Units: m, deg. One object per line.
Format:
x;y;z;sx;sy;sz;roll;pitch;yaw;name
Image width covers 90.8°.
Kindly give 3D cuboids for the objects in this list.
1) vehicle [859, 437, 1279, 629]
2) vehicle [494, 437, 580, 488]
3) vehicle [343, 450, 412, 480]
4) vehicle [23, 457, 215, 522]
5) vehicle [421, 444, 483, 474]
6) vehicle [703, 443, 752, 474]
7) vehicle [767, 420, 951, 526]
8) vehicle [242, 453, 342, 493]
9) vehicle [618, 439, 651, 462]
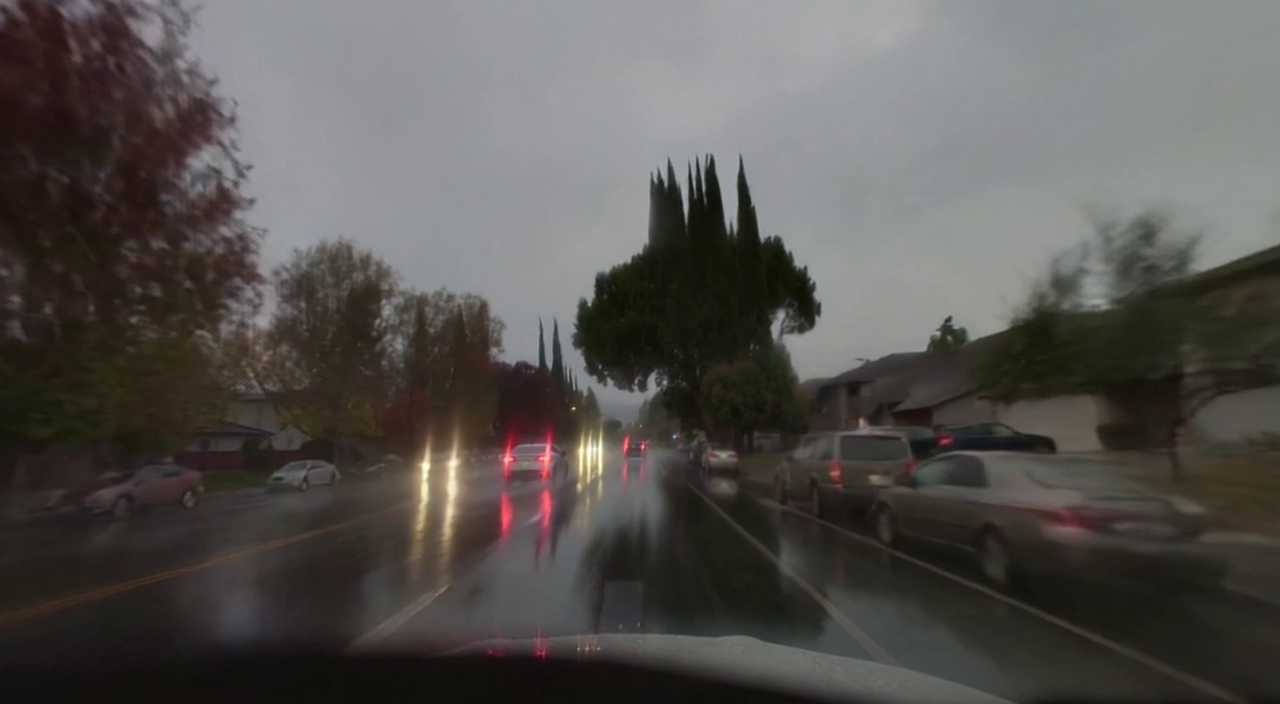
4.384;1.752;7.308;1.933;1.463;4.735;0;-8;-1;vehicle
-3.251;3.582;20.843;2.027;1.477;4.413;0;-8;1;vehicle
-14.617;6.308;35.467;1.898;1.530;4.675;0;-8;-1;vehicle
-14.675;3.851;18.218;1.811;1.433;4.564;-5;-9;-2;vehicle
-9.902;5.645;33.550;1.985;1.502;4.253;0;-8;0;vehicle
4.285;5.278;31.592;1.890;1.459;4.371;0;-8;1;vehicle
4.269;2.446;13.359;2.123;1.797;4.792;0;-8;0;vehicle
-14.546;5.058;26.706;1.847;1.494;4.189;0;-8;-1;vehicle
-0.381;6.706;43.207;2.088;1.495;4.048;0;-8;-1;vehicle
